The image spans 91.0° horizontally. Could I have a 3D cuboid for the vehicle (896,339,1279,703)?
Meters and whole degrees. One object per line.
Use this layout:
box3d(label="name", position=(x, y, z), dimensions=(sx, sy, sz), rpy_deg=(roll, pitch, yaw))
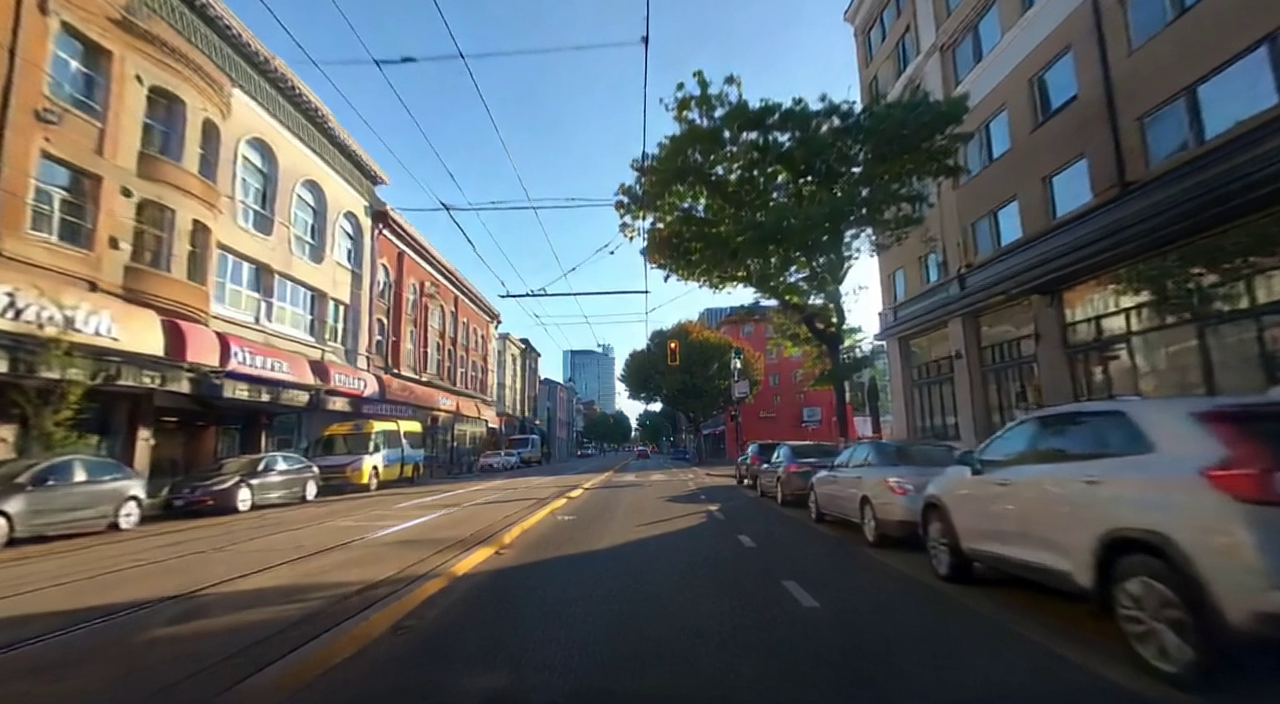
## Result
box3d(label="vehicle", position=(3.708, 1.032, 4.238), dimensions=(1.927, 1.713, 4.807), rpy_deg=(0, -8, 0))

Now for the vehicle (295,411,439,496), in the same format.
box3d(label="vehicle", position=(-9.975, 3.822, 23.901), dimensions=(2.291, 2.745, 6.492), rpy_deg=(-1, -9, 2))

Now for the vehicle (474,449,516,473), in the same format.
box3d(label="vehicle", position=(-9.567, 7.226, 41.928), dimensions=(1.897, 1.464, 4.209), rpy_deg=(0, -8, -2))

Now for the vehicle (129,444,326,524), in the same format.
box3d(label="vehicle", position=(-9.964, 3.151, 15.720), dimensions=(1.837, 1.668, 4.354), rpy_deg=(-1, -8, 2))

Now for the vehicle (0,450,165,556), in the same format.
box3d(label="vehicle", position=(-10.245, 2.385, 10.298), dimensions=(1.841, 1.488, 3.852), rpy_deg=(0, -8, 2))
